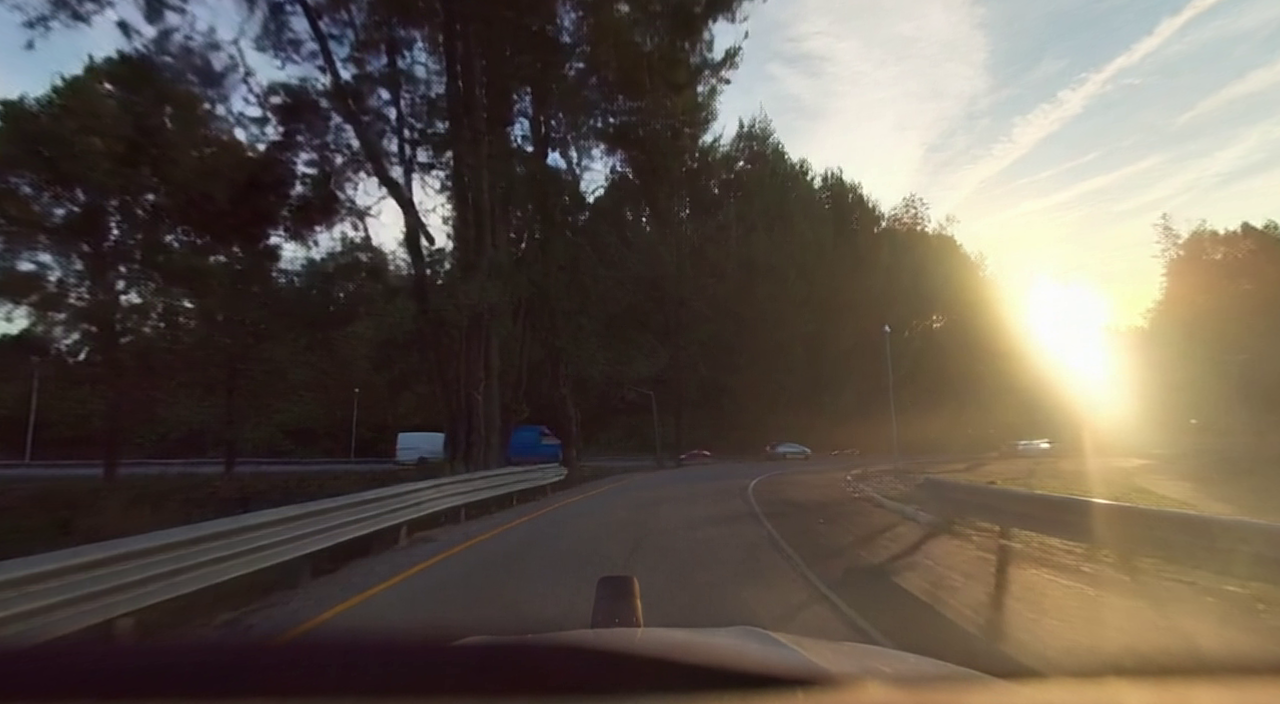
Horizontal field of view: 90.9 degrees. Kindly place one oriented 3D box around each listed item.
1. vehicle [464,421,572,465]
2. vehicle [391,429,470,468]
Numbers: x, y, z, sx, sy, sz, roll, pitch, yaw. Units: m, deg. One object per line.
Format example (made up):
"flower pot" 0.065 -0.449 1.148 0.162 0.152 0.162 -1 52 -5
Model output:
"vehicle" -8.645 6.504 45.003 7.155 2.942 2.420 3 -8 -23
"vehicle" -14.220 6.529 42.766 4.784 2.535 2.203 3 -8 -22
